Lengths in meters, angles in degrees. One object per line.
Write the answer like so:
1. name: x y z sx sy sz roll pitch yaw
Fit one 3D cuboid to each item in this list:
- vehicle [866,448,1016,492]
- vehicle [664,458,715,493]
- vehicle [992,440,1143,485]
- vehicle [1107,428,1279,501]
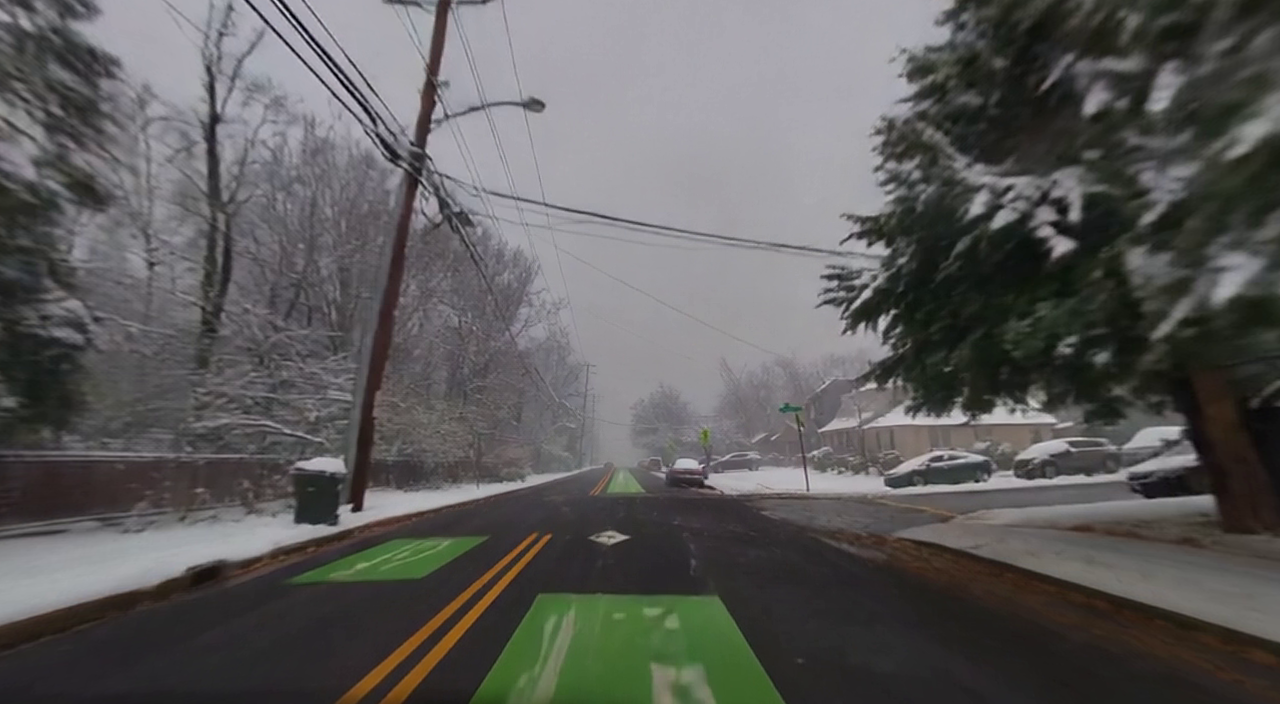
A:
1. vehicle: 11.636 4.628 24.671 4.809 1.494 1.940 -1 -13 -3
2. vehicle: 2.470 6.369 32.919 1.989 1.545 5.423 0 -8 -2
3. vehicle: 16.922 4.374 25.159 4.578 1.675 2.010 0 -9 -5
4. vehicle: 14.119 2.682 15.288 4.277 1.588 1.830 0 -9 -6
